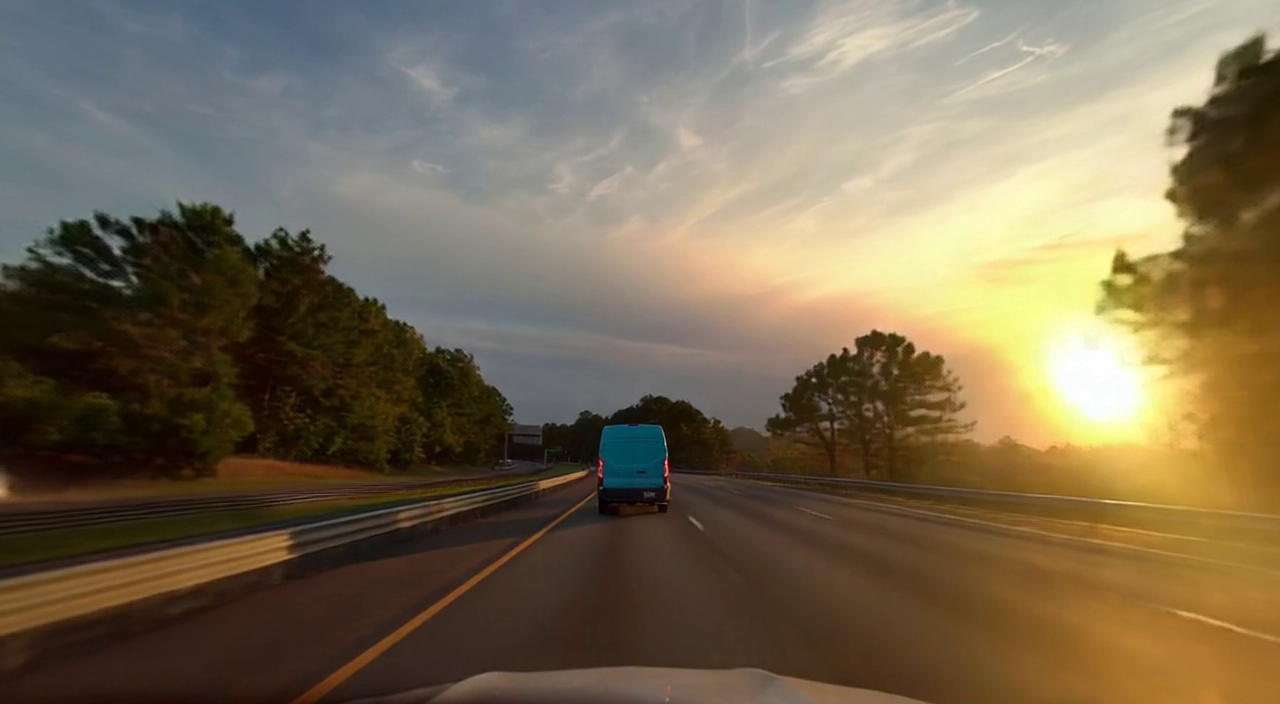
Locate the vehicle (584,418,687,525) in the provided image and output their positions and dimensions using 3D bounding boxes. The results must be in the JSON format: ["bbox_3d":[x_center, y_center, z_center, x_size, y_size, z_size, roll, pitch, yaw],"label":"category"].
[{"bbox_3d":[-0.199,3.339,17.769,2.375,2.432,6.161,1,-10,-2],"label":"vehicle"}]
